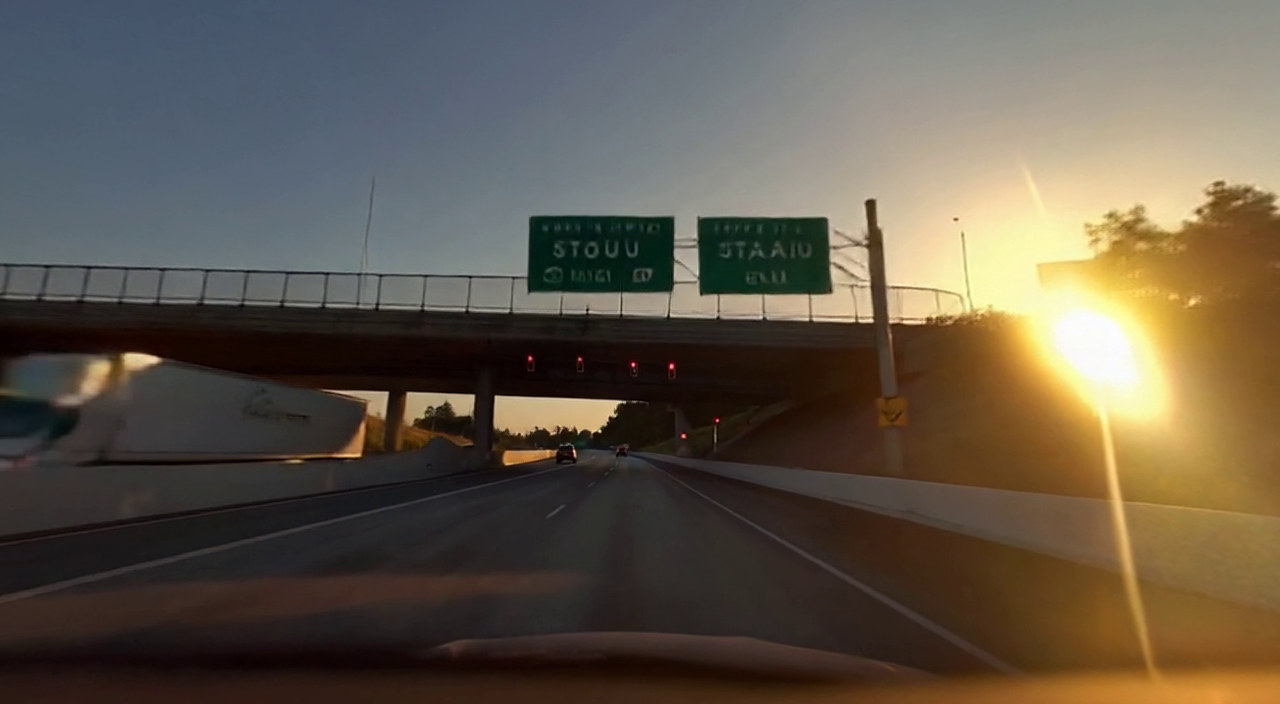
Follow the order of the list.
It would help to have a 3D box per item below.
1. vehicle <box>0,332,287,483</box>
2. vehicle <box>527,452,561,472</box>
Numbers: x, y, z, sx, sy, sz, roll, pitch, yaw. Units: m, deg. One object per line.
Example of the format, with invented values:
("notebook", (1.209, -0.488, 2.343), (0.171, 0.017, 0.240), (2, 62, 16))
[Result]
("vehicle", (-16.096, 2.129, 20.827), (3.030, 3.757, 10.390), (0, -9, -2))
("vehicle", (-7.415, 8.501, 49.119), (2.012, 1.456, 4.309), (0, -9, -1))
